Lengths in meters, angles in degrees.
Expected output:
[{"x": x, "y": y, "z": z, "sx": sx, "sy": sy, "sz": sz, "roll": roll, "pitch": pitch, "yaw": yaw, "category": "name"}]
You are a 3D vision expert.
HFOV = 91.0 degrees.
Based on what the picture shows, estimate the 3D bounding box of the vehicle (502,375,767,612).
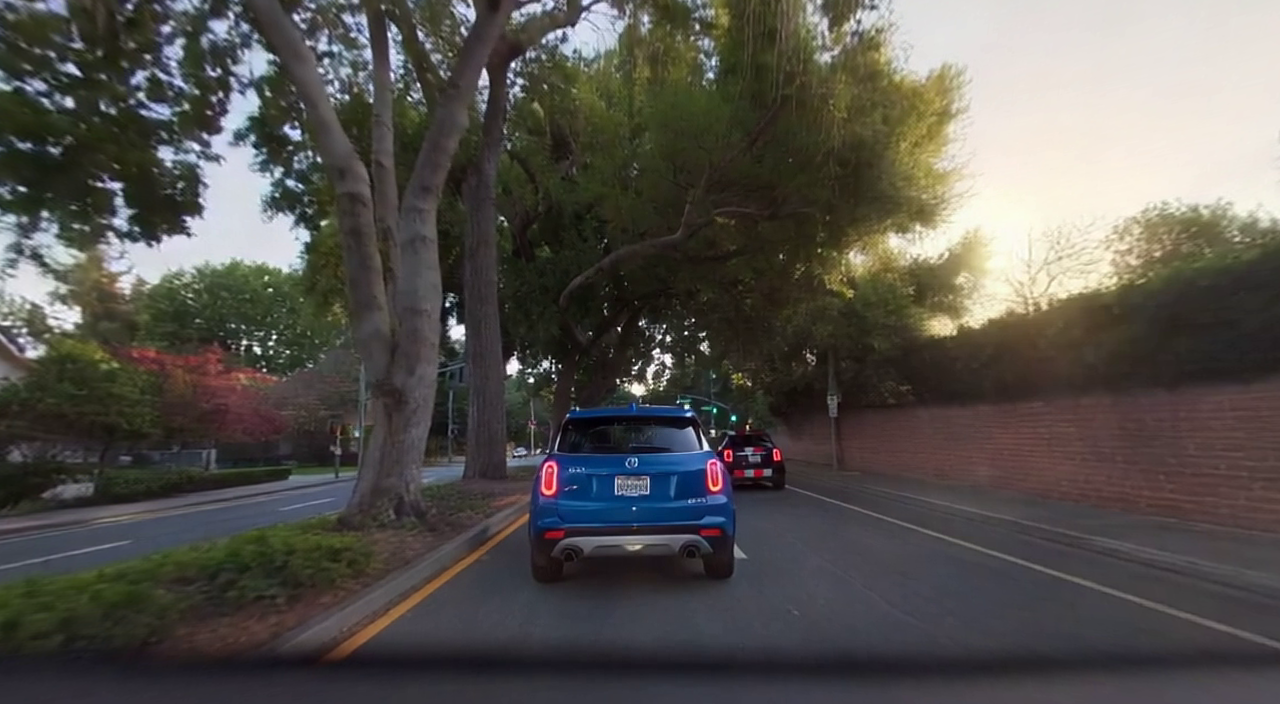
[{"x": -0.075, "y": 1.293, "z": 6.405, "sx": 1.984, "sy": 1.777, "sz": 3.148, "roll": 0, "pitch": -8, "yaw": -1, "category": "vehicle"}]
